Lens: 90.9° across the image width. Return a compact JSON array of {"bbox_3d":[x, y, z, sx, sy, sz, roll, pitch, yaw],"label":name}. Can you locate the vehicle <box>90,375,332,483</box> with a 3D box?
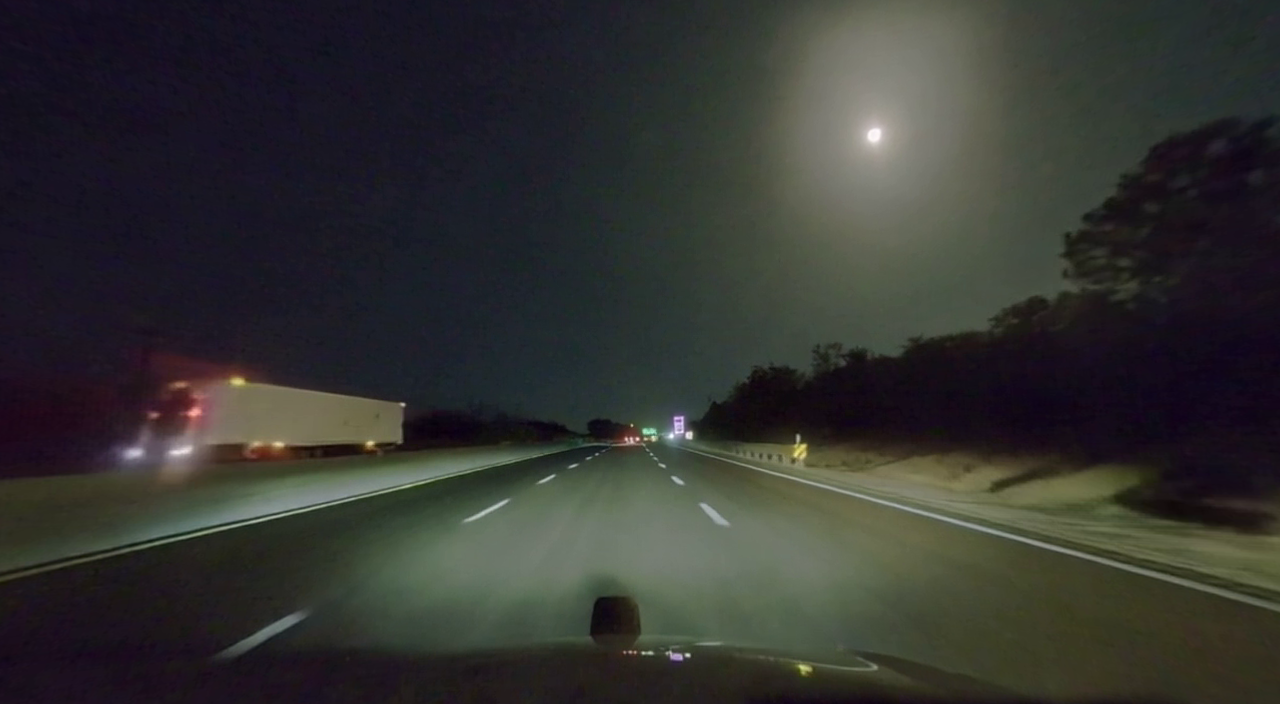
[{"bbox_3d":[-18.414,3.573,28.733,3.006,3.914,11.500,0,-8,-1],"label":"vehicle"}]
